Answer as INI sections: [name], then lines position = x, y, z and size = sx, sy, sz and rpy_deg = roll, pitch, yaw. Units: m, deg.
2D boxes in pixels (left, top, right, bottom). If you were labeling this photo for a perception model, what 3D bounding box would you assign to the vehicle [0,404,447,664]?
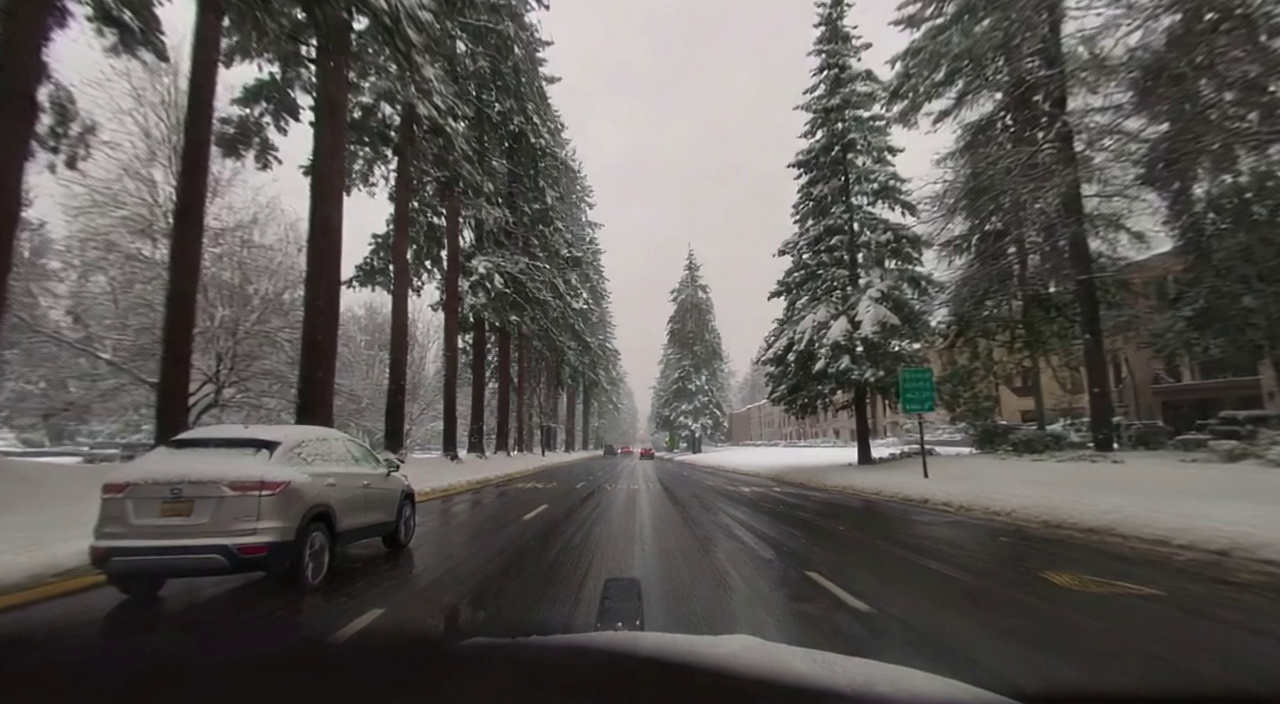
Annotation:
[vehicle]
position = -3.483, 1.433, 6.050
size = 1.942, 1.588, 4.172
rpy_deg = 0, -9, 0
